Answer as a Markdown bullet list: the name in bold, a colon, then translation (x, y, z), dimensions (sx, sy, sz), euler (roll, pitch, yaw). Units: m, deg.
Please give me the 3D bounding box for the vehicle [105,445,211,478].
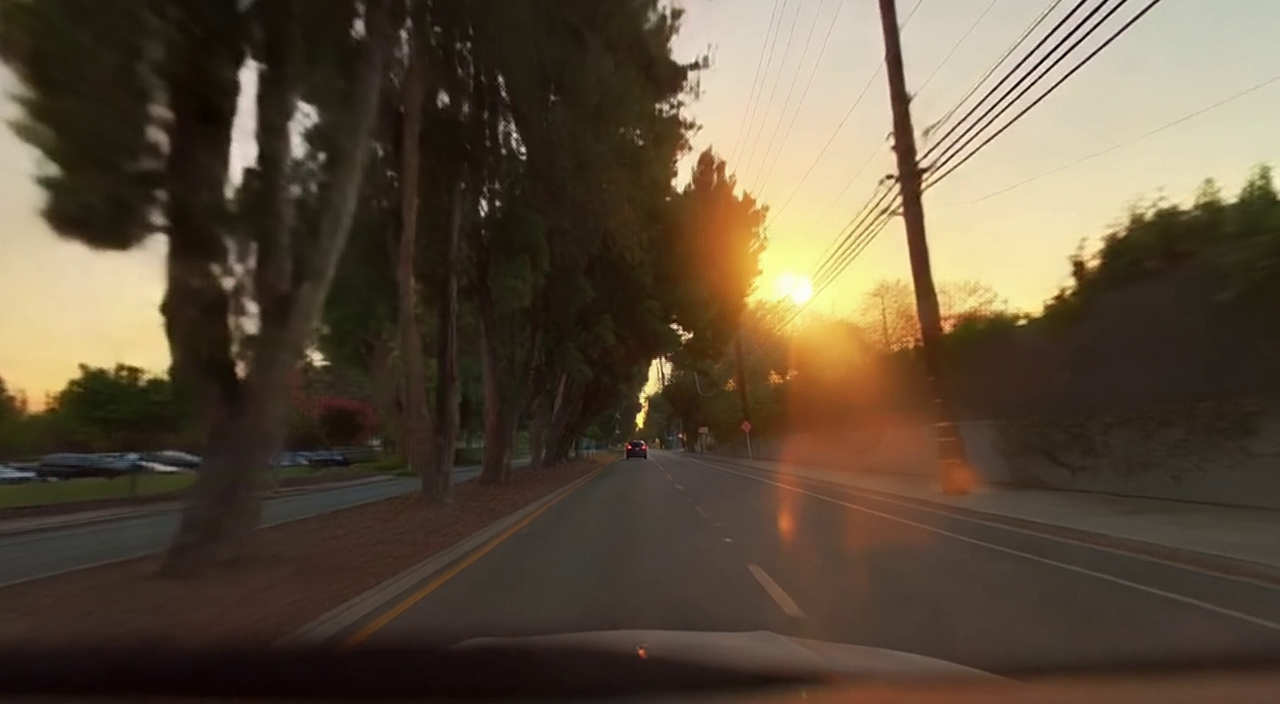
- **vehicle**: translation (-33.789, 7.693, 44.390), dimensions (5.614, 1.886, 2.254), euler (-3, -8, 0)
